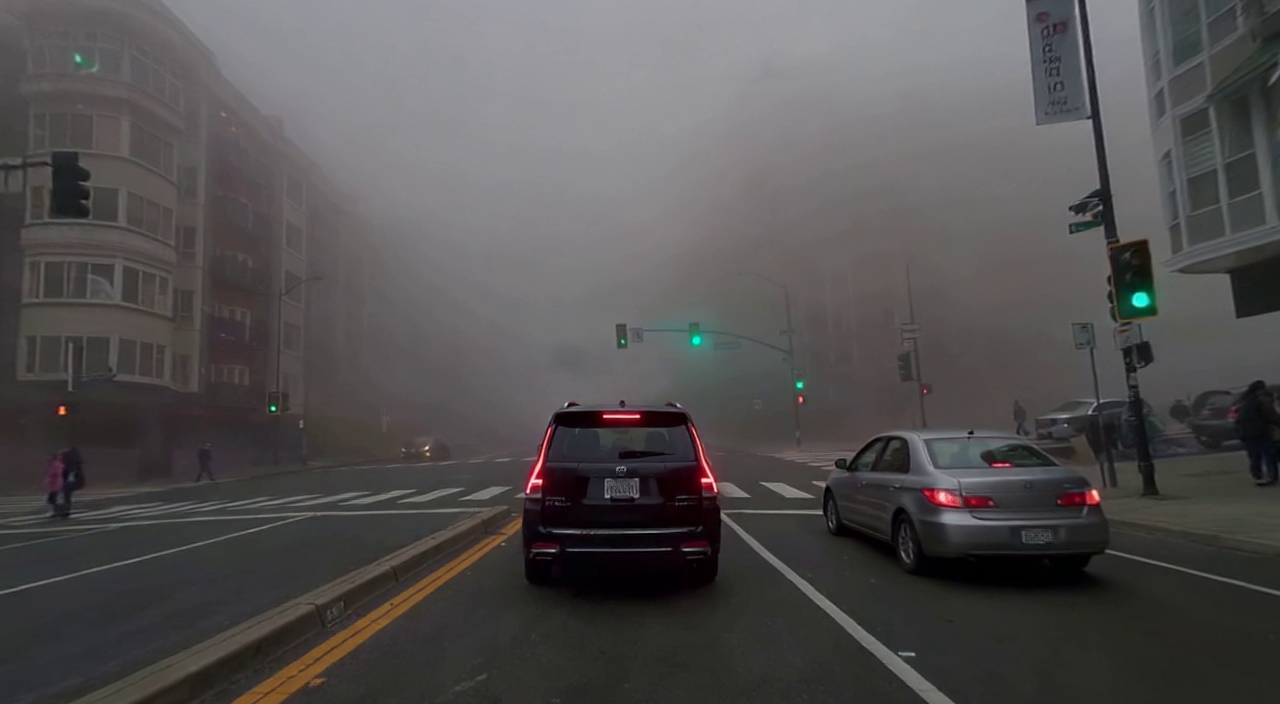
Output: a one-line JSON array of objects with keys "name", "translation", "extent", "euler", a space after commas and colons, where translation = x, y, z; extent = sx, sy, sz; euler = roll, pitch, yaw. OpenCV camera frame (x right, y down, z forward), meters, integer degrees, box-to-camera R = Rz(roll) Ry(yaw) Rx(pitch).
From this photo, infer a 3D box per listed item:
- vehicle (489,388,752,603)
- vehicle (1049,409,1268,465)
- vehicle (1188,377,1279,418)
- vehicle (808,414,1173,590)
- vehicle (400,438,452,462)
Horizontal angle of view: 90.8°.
[{"name": "vehicle", "translation": [-0.150, 1.493, 7.371], "extent": [2.168, 1.776, 4.135], "euler": [0, -8, 0]}, {"name": "vehicle", "translation": [14.267, 2.380, 17.609], "extent": [4.354, 1.466, 1.863], "euler": [0, -8, 2]}, {"name": "vehicle", "translation": [26.562, 1.981, 27.164], "extent": [4.287, 1.639, 1.729], "euler": [0, -8, 1]}, {"name": "vehicle", "translation": [3.695, 1.660, 7.889], "extent": [1.987, 1.538, 4.510], "euler": [0, -8, 0]}, {"name": "vehicle", "translation": [-16.033, 7.352, 47.606], "extent": [2.132, 1.710, 4.504], "euler": [0, -8, 2]}]
